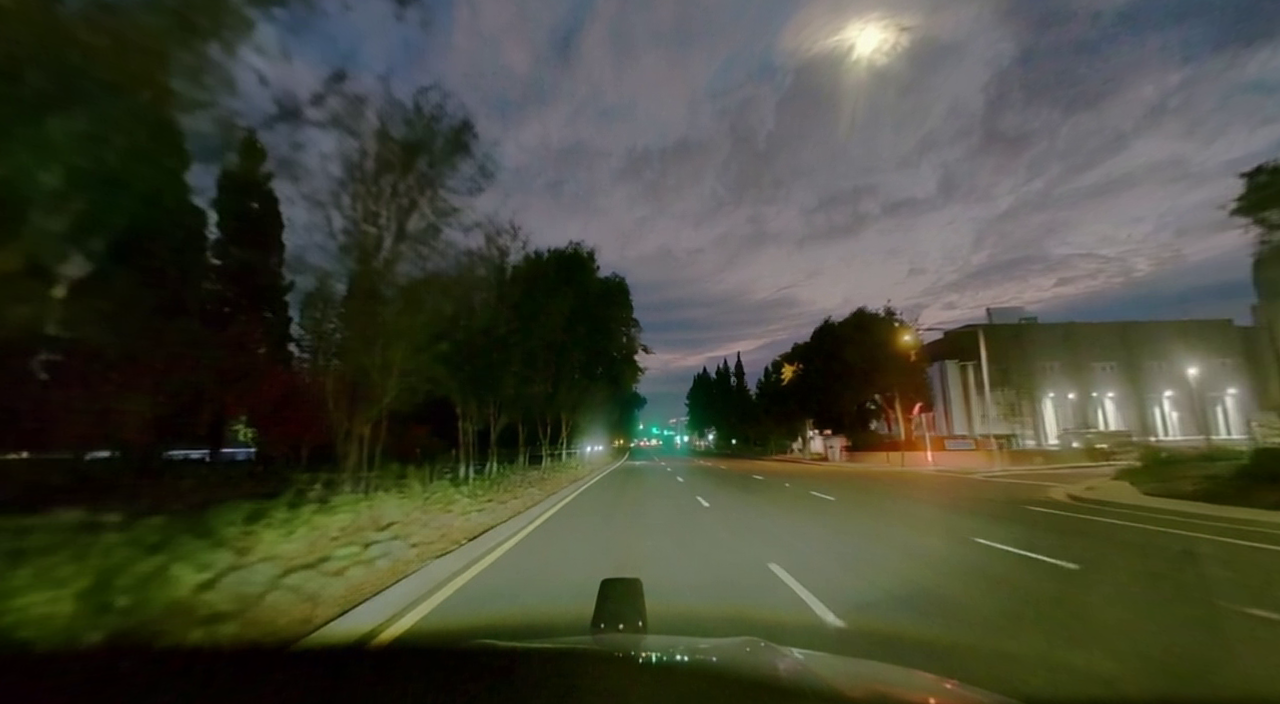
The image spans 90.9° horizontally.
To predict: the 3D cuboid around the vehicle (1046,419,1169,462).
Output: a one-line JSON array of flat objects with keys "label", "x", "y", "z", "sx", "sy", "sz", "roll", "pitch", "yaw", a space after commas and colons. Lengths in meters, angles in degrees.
[{"label": "vehicle", "x": 27.571, "y": 5.269, "z": 37.562, "sx": 2.186, "sy": 2.298, "sz": 5.989, "roll": 1, "pitch": -8, "yaw": -7}]
